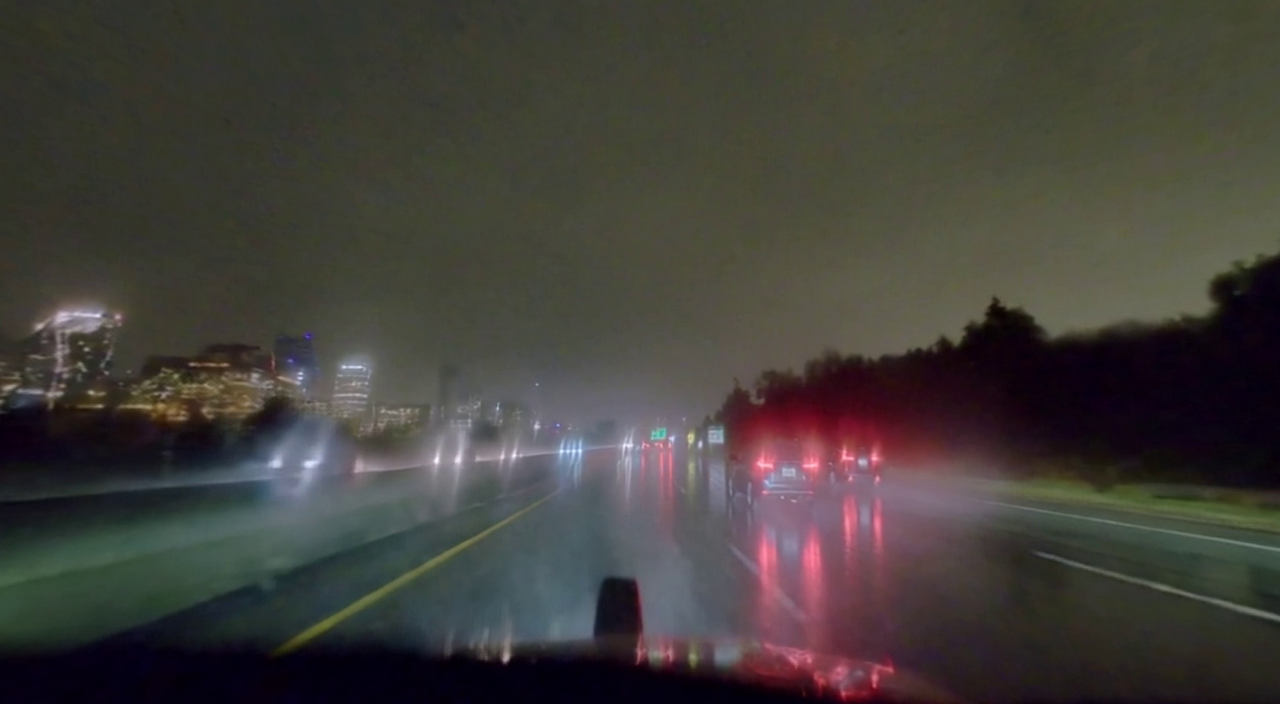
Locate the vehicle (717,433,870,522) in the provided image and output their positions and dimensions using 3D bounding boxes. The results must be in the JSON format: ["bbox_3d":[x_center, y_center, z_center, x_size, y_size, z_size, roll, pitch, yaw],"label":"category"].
[{"bbox_3d":[2.969,2.529,13.351,1.982,1.533,4.612,0,-8,-1],"label":"vehicle"}]

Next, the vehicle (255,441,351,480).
[{"bbox_3d":[-17.641,5.691,33.388,2.199,1.881,4.950,0,-8,2],"label":"vehicle"}]

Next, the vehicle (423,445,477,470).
[{"bbox_3d":[-13.267,7.374,44.433,2.161,1.666,4.887,0,-8,2],"label":"vehicle"}]
